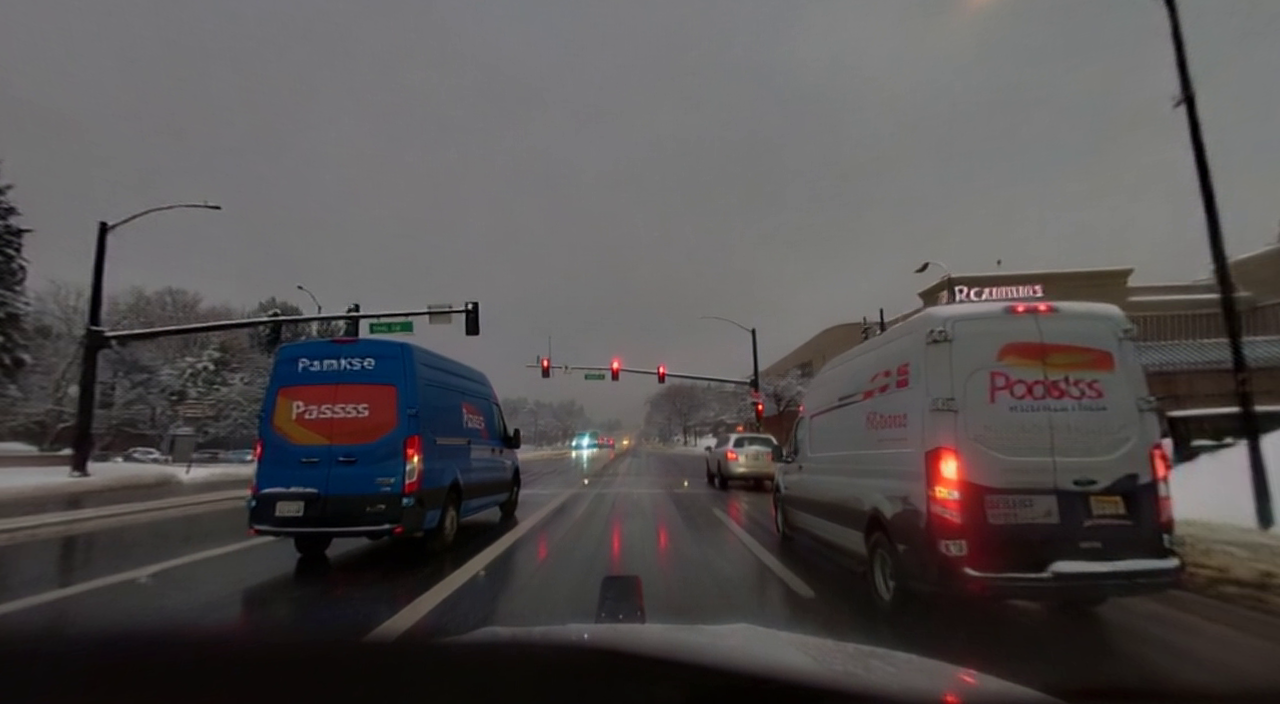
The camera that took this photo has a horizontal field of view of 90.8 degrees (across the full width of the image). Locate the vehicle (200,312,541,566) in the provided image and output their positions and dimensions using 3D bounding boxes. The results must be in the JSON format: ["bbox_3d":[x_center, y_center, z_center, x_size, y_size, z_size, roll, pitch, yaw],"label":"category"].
[{"bbox_3d":[-3.447,1.415,10.211,2.443,2.784,6.493,0,-9,2],"label":"vehicle"}]

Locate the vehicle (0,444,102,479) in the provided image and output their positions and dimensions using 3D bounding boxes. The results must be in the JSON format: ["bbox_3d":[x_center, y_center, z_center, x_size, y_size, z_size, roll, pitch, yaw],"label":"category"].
[{"bbox_3d":[-30.996,5.579,32.357,4.811,1.675,1.875,5,-10,-31],"label":"vehicle"}]

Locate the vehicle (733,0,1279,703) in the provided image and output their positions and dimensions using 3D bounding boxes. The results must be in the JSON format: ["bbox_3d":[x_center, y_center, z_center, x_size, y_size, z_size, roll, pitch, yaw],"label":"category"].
[{"bbox_3d":[3.198,0.545,6.695,2.861,3.525,9.858,0,-9,0],"label":"vehicle"}]
